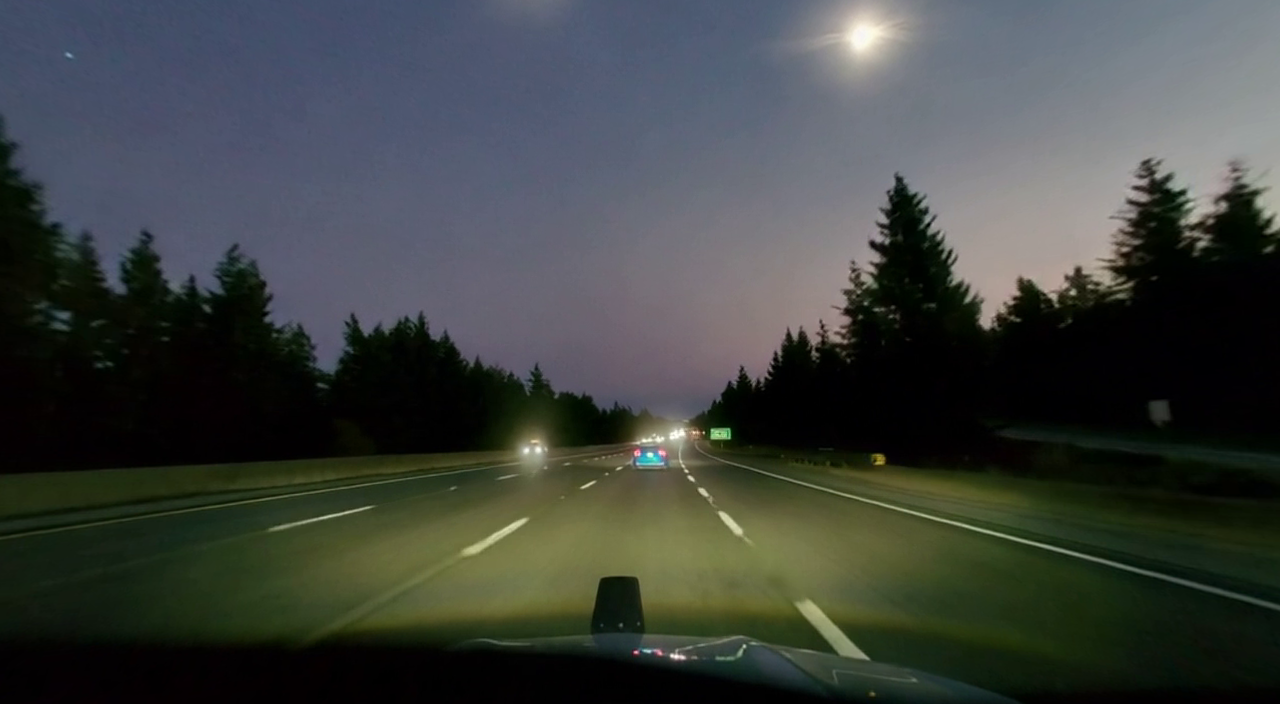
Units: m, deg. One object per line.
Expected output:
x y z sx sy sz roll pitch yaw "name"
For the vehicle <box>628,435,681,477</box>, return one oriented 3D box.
0.703 4.484 27.363 2.133 1.686 4.203 -1 -8 3 "vehicle"
